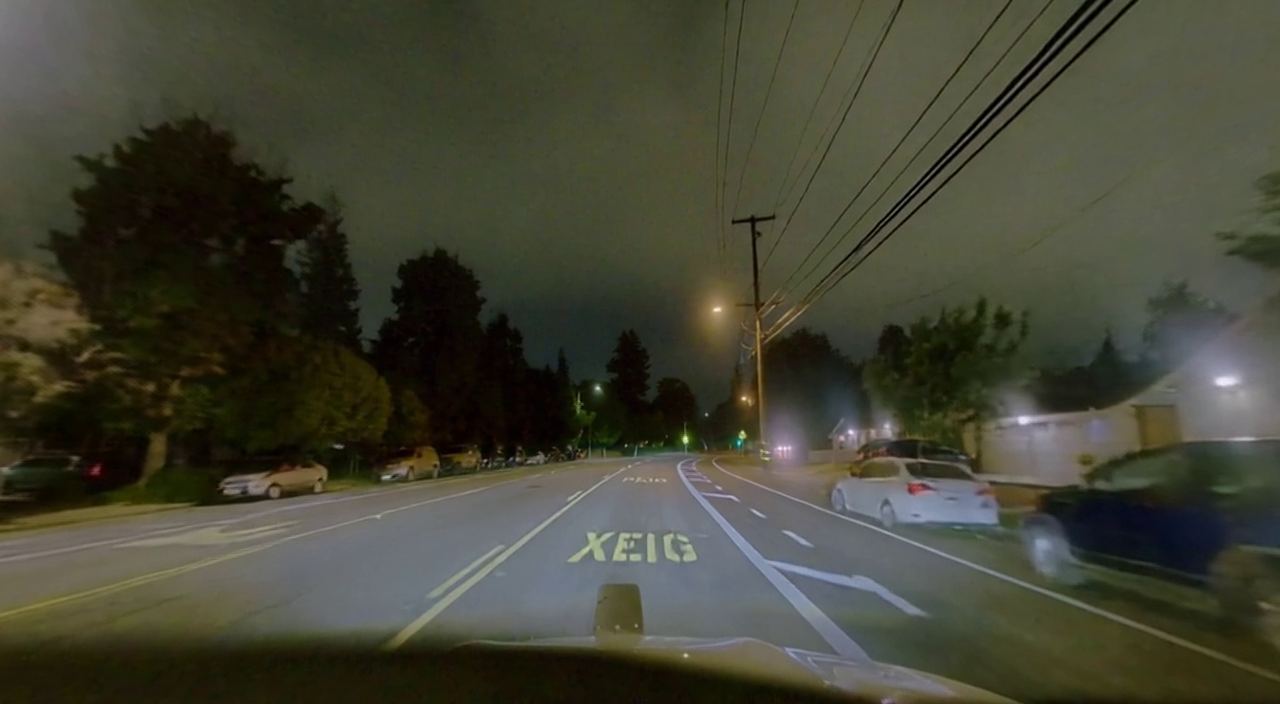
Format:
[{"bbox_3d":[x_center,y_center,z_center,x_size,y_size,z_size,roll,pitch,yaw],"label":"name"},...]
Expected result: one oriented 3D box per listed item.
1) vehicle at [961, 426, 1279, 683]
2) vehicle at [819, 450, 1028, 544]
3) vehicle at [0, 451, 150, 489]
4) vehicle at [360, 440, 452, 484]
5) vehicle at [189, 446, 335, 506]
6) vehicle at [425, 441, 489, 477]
[{"bbox_3d":[5.176,1.537,5.537,2.009,1.649,5.156,0,-9,0],"label":"vehicle"},{"bbox_3d":[5.148,2.654,12.287,1.959,1.439,4.532,0,-9,0],"label":"vehicle"},{"bbox_3d":[-23.160,4.807,25.834,4.326,1.468,2.025,0,-9,1],"label":"vehicle"},{"bbox_3d":[-11.527,5.485,31.541,2.225,1.887,5.672,-3,-9,3],"label":"vehicle"},{"bbox_3d":[-12.003,3.968,20.443,1.907,1.612,4.594,-3,-10,0],"label":"vehicle"},{"bbox_3d":[-11.166,6.577,38.800,2.114,1.925,5.449,-3,-9,2],"label":"vehicle"}]
